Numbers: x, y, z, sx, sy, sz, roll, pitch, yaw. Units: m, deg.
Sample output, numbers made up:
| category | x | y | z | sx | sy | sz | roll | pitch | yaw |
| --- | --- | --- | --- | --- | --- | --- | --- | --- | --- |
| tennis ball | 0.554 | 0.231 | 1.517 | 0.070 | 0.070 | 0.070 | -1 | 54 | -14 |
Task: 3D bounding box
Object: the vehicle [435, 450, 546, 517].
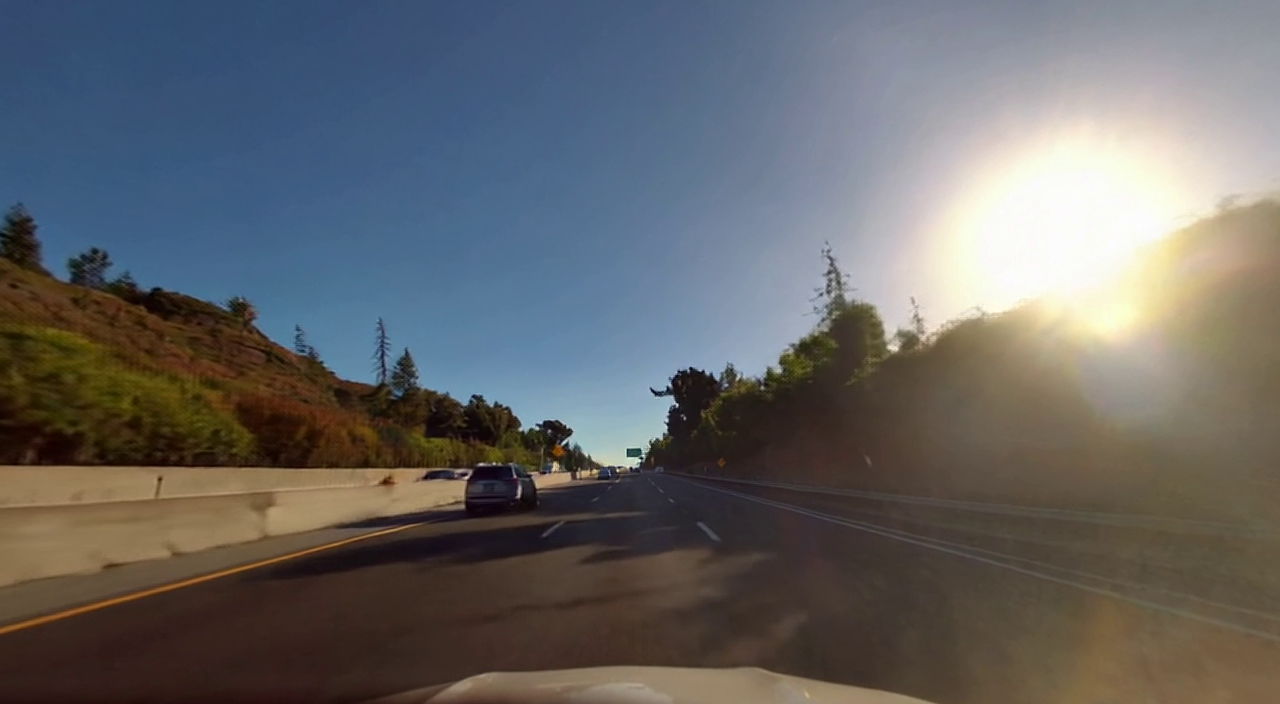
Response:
| category | x | y | z | sx | sy | sz | roll | pitch | yaw |
| --- | --- | --- | --- | --- | --- | --- | --- | --- | --- |
| vehicle | -4.347 | 3.959 | 19.238 | 2.178 | 1.736 | 4.847 | 1 | -11 | 0 |
